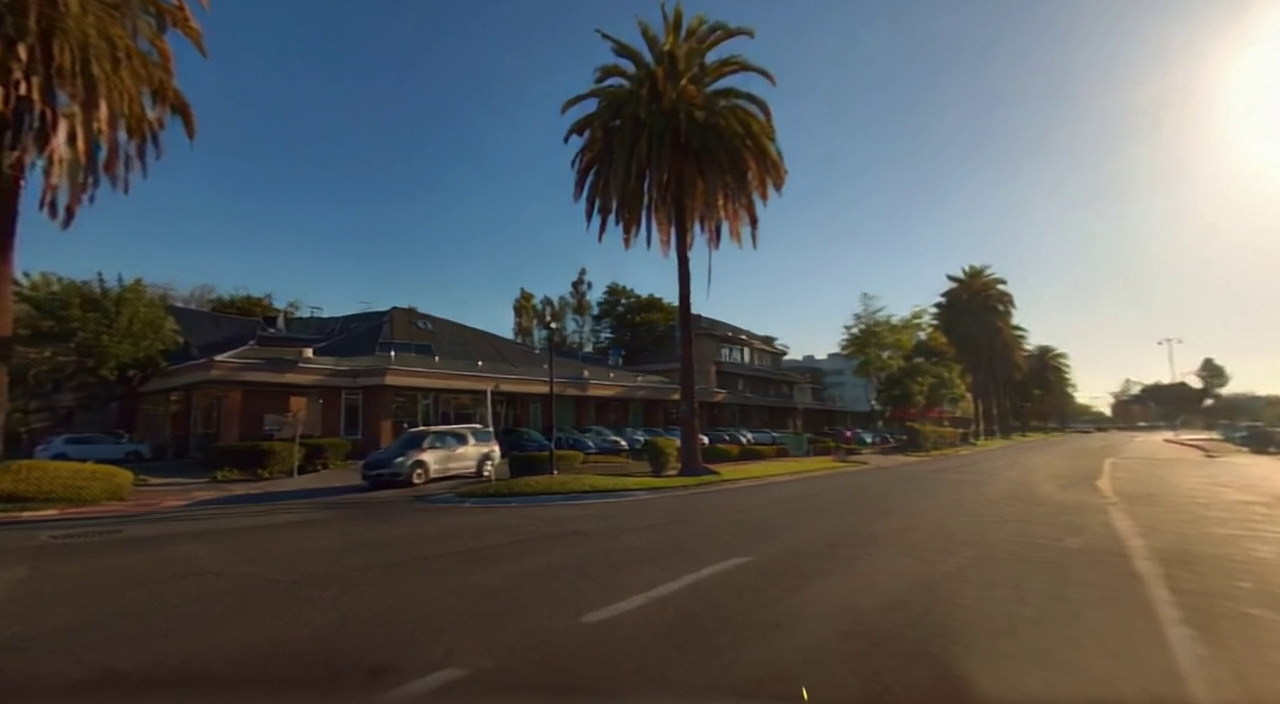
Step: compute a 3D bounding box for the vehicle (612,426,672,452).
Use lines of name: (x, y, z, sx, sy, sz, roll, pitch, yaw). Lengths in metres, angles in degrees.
vehicle: (0.116, 6.237, 45.558, 3.928, 1.784, 1.895, -4, -9, 31)

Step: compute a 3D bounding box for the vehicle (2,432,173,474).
vehicle: (-22.099, 4.029, 25.514, 1.919, 1.502, 4.695, -4, -9, 28)

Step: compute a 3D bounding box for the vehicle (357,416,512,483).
vehicle: (-6.446, 3.097, 20.501, 2.174, 1.863, 4.651, -3, -8, 23)

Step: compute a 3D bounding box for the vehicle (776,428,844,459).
vehicle: (10.387, 5.534, 38.575, 3.635, 1.521, 1.726, 0, -4, 29)

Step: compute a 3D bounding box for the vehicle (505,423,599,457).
vehicle: (-5.090, 5.039, 36.336, 5.193, 1.830, 2.049, -4, -9, 30)
